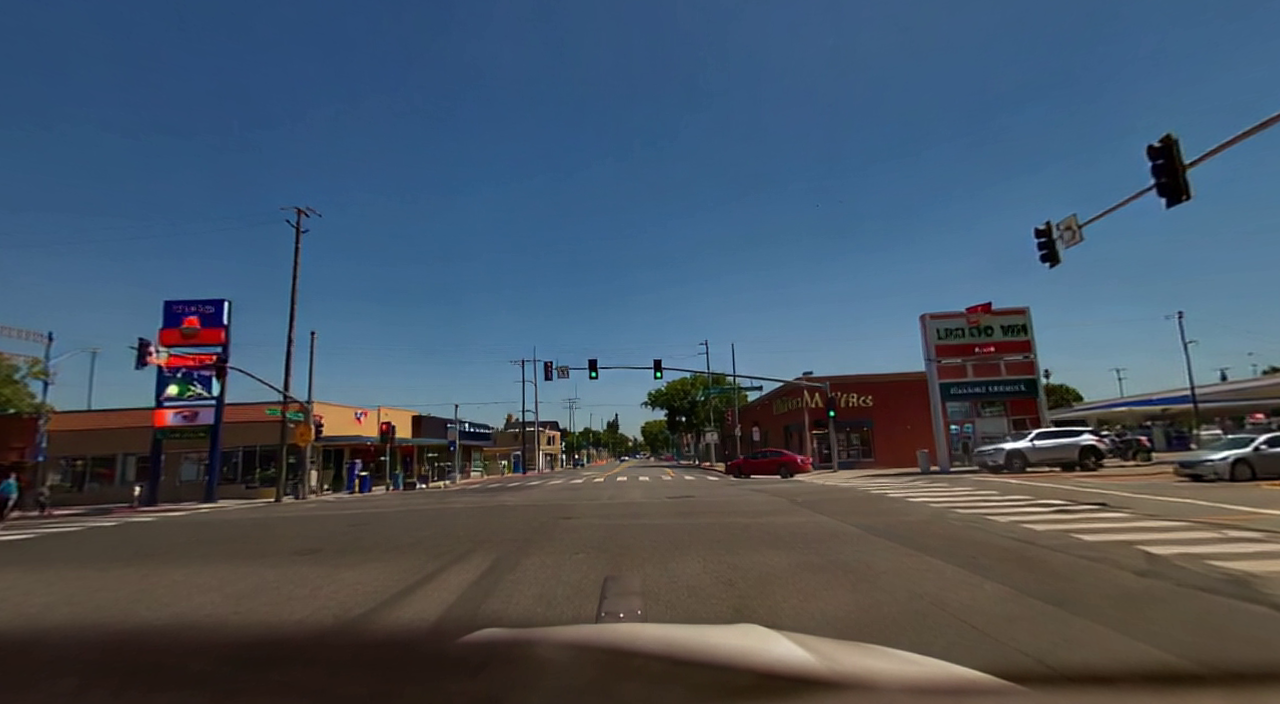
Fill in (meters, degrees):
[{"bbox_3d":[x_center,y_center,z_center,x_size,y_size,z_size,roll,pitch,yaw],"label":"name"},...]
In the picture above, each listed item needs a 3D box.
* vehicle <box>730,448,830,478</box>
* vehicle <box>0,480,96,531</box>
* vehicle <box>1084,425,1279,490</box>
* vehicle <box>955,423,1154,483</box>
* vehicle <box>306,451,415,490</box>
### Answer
[{"bbox_3d":[7.418,5.878,33.650,4.728,1.468,2.083,-7,-11,37],"label":"vehicle"},{"bbox_3d":[-21.150,5.031,20.919,4.676,1.463,1.909,-1,-8,6],"label":"vehicle"},{"bbox_3d":[14.409,2.643,15.907,4.835,1.487,1.913,-4,-9,20],"label":"vehicle"},{"bbox_3d":[12.990,3.225,20.248,4.916,1.730,1.986,-4,-9,22],"label":"vehicle"},{"bbox_3d":[-21.295,9.016,48.444,6.991,2.792,2.607,0,-8,-3],"label":"vehicle"}]
